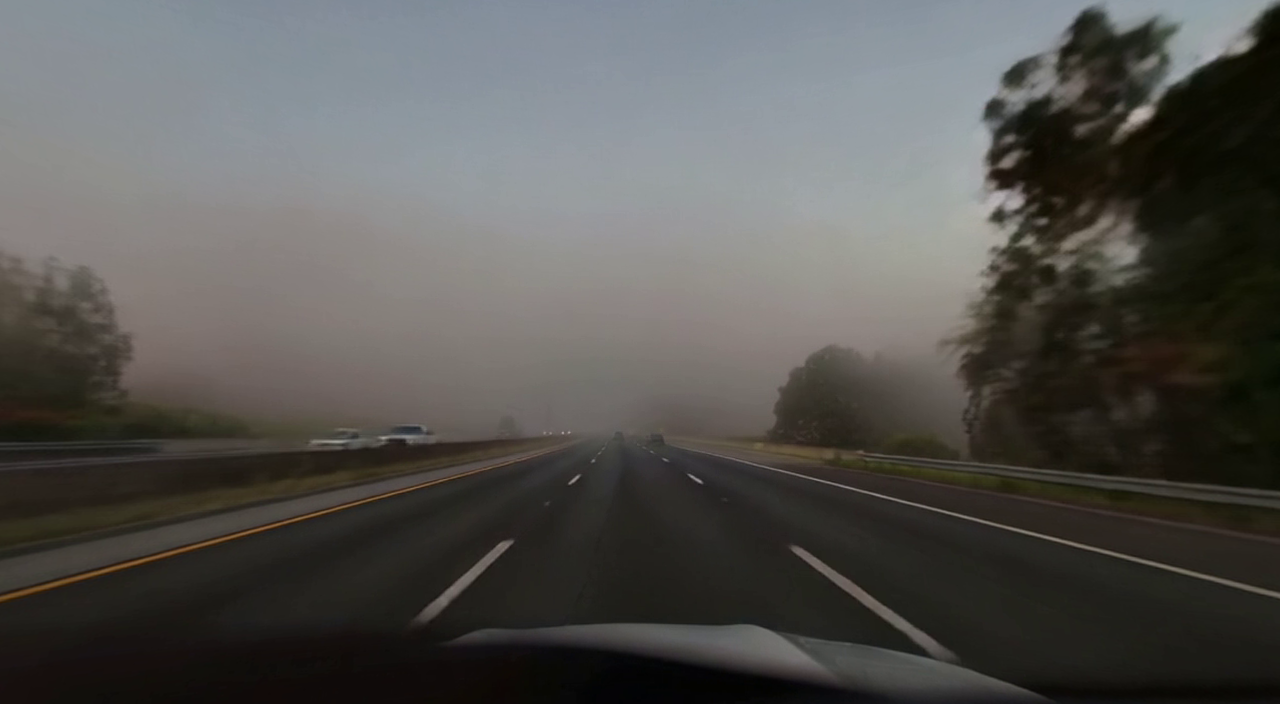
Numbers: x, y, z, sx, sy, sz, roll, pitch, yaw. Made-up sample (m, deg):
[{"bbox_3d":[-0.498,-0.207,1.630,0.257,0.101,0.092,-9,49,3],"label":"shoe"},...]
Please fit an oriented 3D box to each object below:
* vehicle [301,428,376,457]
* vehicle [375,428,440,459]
[{"bbox_3d":[-16.190,4.874,34.064,2.077,1.480,4.193,0,-8,-2],"label":"vehicle"},{"bbox_3d":[-12.251,4.842,33.435,1.842,1.534,4.154,0,-8,0],"label":"vehicle"}]
